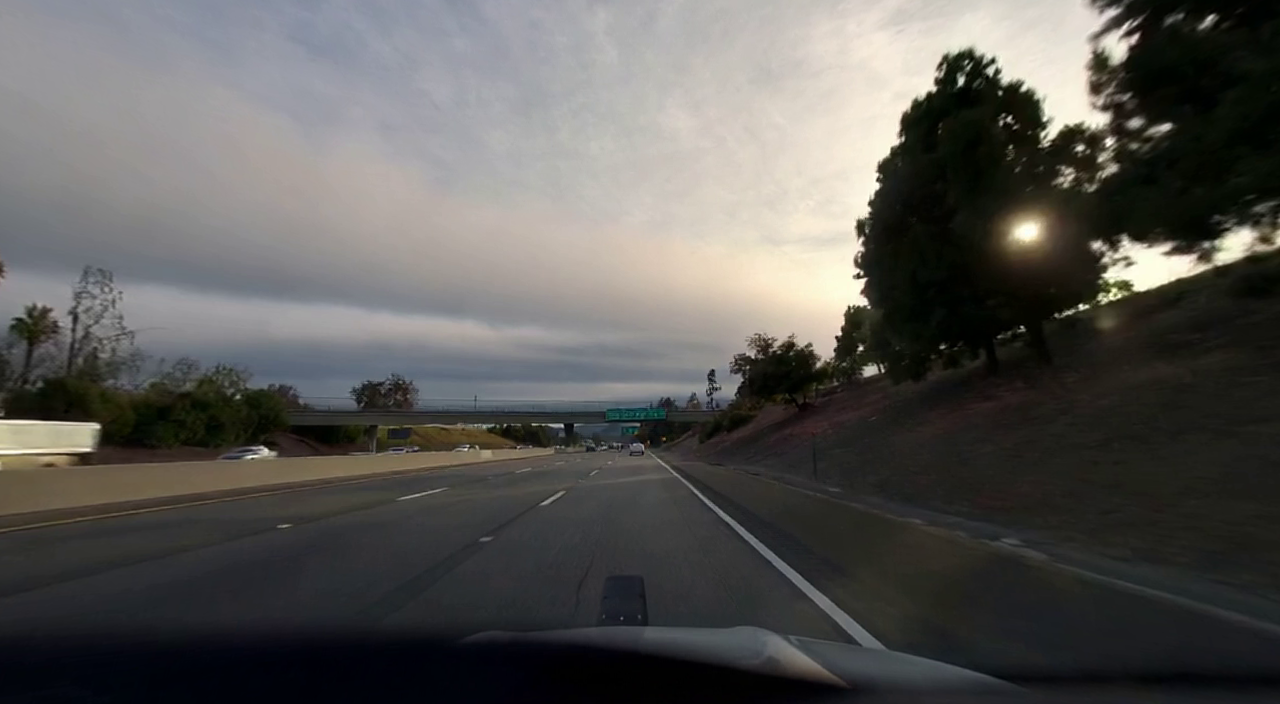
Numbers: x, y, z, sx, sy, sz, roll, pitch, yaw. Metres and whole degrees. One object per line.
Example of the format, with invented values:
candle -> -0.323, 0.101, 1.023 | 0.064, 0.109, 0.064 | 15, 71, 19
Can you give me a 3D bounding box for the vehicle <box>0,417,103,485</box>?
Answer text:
vehicle -> -32.740, 5.063, 32.331 | 2.930, 3.265, 8.212 | 0, -8, 0
